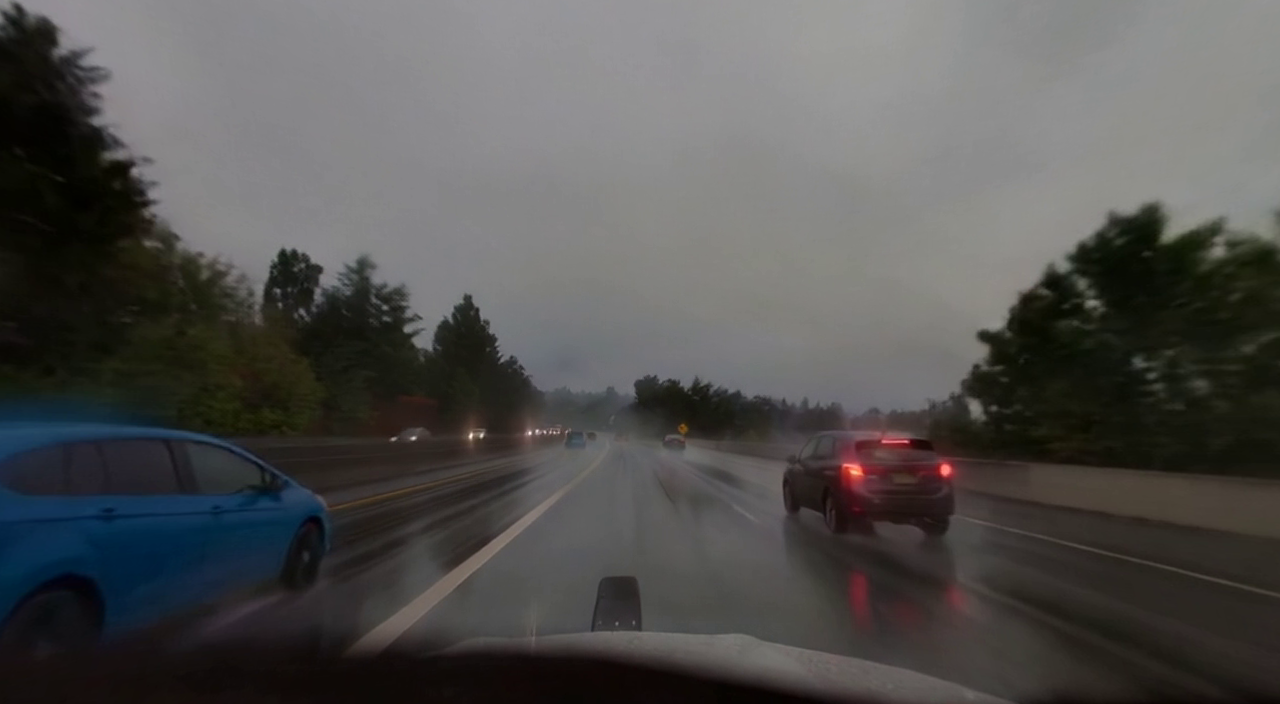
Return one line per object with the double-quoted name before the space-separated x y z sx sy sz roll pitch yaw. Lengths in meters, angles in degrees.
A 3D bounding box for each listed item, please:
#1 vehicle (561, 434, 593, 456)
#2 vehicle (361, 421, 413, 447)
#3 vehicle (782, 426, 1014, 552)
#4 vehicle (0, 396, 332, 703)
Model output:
"vehicle" -4.518 6.708 45.617 1.941 1.529 4.111 0 -8 -1
"vehicle" -14.195 4.635 35.530 1.587 1.408 3.375 0 -8 -1
"vehicle" 3.640 1.954 9.771 1.883 1.536 3.792 0 -8 -2
"vehicle" -3.948 1.056 3.497 2.032 1.535 4.889 0 -8 0
